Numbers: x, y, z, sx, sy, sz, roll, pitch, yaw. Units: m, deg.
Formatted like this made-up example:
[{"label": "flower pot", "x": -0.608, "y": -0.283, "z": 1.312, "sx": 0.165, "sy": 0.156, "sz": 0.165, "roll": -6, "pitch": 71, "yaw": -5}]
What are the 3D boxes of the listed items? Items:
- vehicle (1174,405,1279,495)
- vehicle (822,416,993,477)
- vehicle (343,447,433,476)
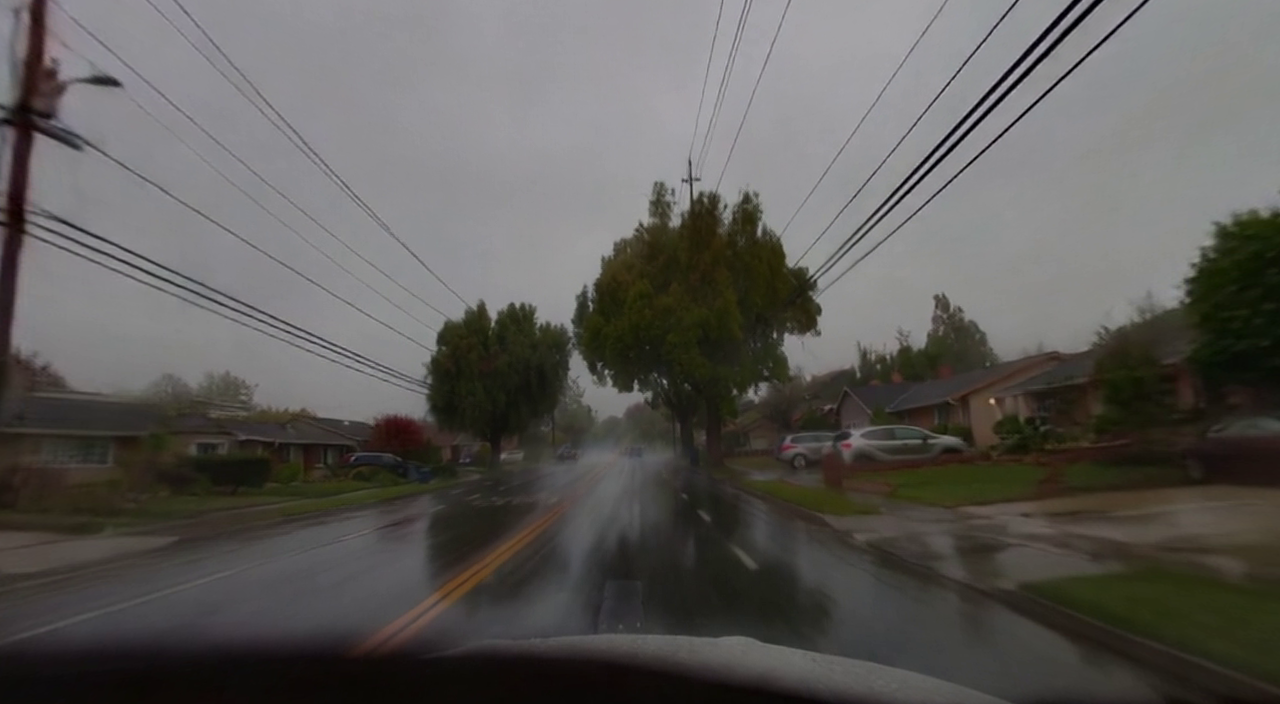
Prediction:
[{"label": "vehicle", "x": 11.819, "y": 1.576, "z": 10.372, "sx": 1.973, "sy": 1.481, "sz": 4.745, "roll": -4, "pitch": -7, "yaw": 1}, {"label": "vehicle", "x": 8.883, "y": 3.193, "z": 21.371, "sx": 4.747, "sy": 1.942, "sz": 2.158, "roll": 0, "pitch": -8, "yaw": 1}, {"label": "vehicle", "x": -14.989, "y": 6.516, "z": 37.765, "sx": 4.501, "sy": 1.689, "sz": 2.106, "roll": 0, "pitch": -8, "yaw": 1}]
